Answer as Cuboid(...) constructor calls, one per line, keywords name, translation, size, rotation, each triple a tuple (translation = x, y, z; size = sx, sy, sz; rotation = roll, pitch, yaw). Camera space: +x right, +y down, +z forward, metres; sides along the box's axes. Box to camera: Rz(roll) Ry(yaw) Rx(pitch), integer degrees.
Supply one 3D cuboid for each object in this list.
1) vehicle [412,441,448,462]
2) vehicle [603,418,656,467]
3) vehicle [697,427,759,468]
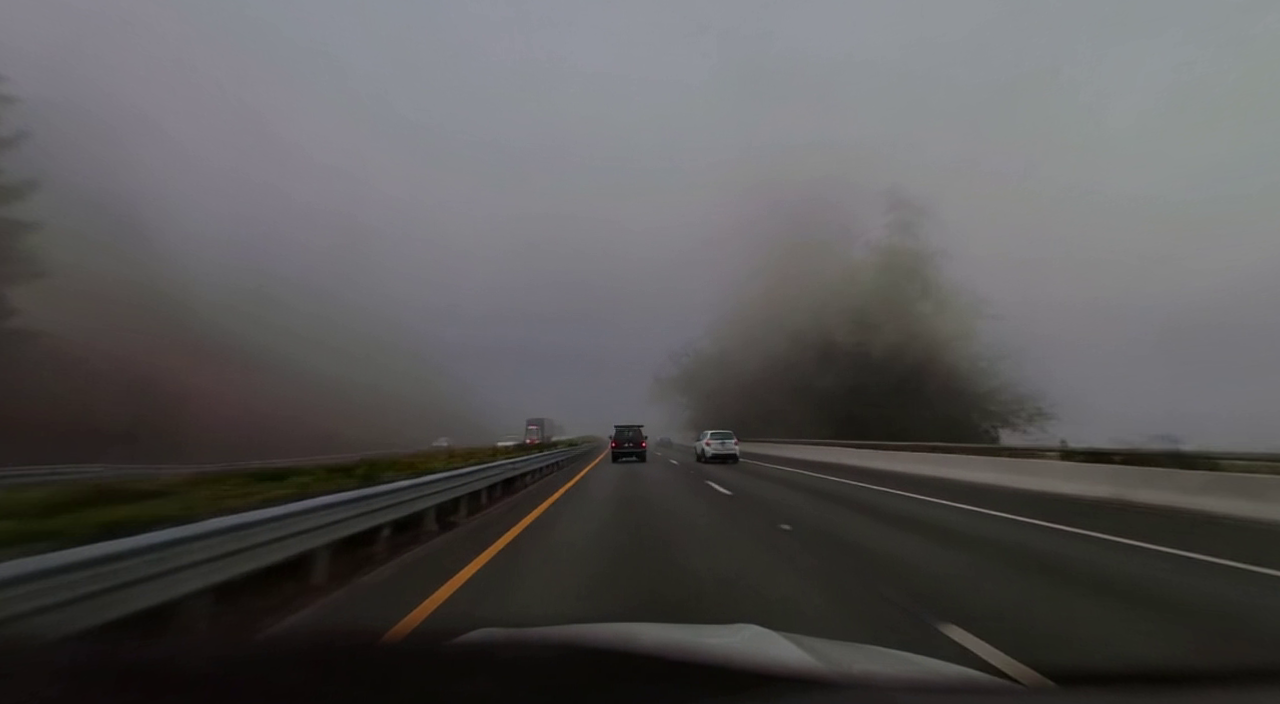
Cuboid(name="vehicle", translation=(-16.064, 7.576, 48.341), size=(1.764, 1.465, 3.584), rotation=(-2, -8, -3))
Cuboid(name="vehicle", translation=(-0.508, 4.184, 29.186), size=(2.270, 2.044, 4.633), rotation=(0, -8, -1))
Cuboid(name="vehicle", translation=(3.669, 4.042, 26.959), size=(1.981, 1.606, 3.956), rotation=(0, -8, -2))
